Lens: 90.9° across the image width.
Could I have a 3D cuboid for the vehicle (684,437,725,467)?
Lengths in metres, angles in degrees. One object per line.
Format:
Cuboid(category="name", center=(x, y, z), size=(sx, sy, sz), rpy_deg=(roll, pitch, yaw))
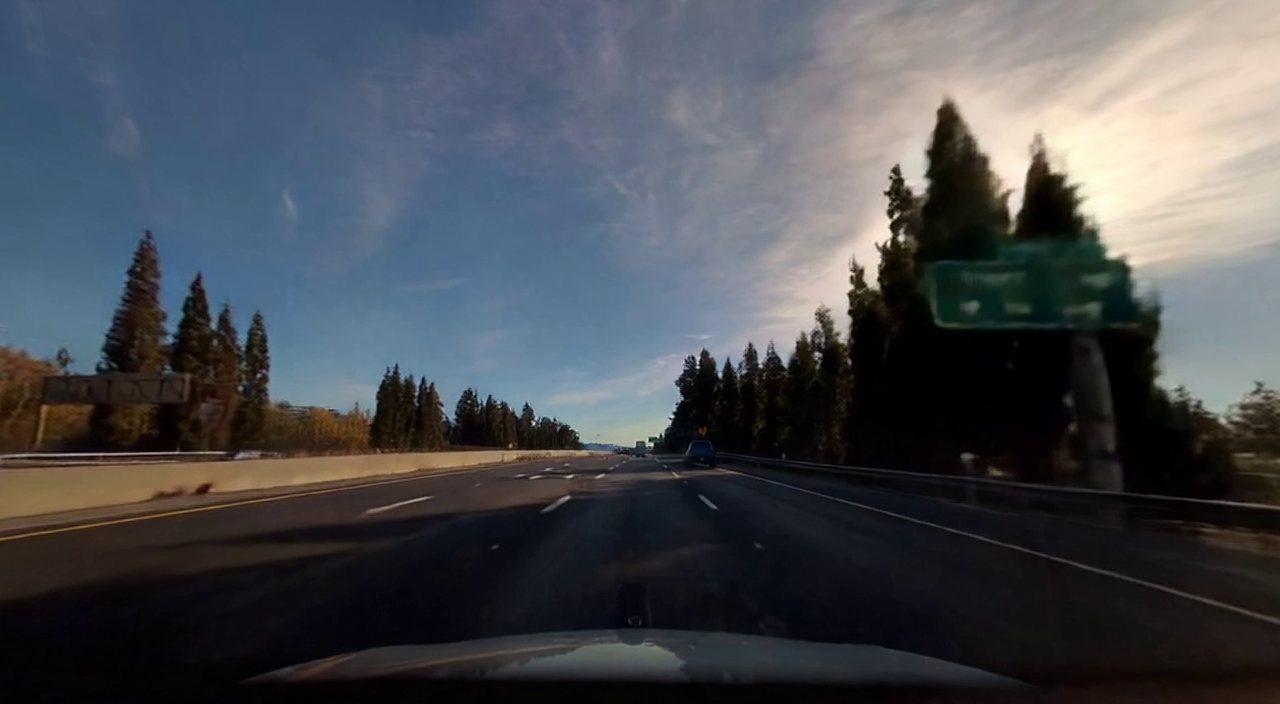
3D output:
Cuboid(category="vehicle", center=(4.287, 6.753, 42.778), size=(2.172, 1.930, 4.879), rpy_deg=(0, -8, -1))
